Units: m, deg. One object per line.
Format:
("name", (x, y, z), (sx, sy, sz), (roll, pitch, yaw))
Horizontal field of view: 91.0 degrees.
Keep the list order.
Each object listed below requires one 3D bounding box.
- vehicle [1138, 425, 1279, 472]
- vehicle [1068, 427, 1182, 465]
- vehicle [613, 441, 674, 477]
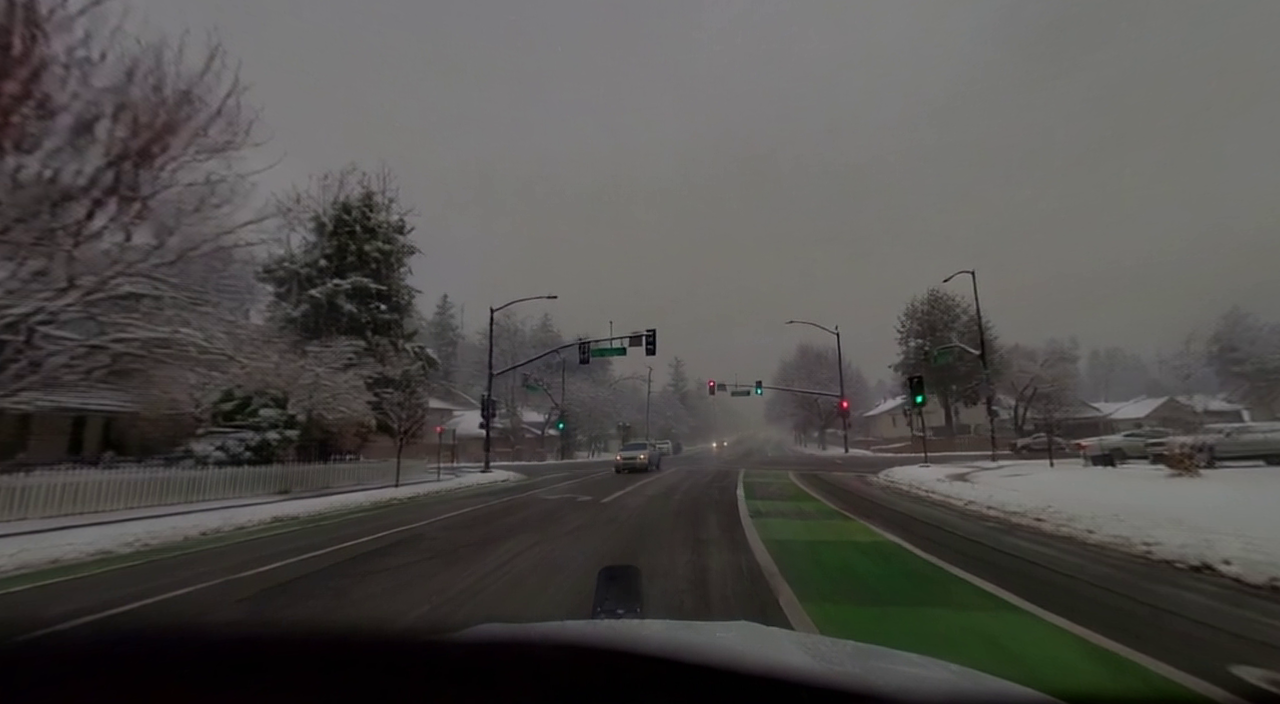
("vehicle", (21.558, 3.482, 23.031), (1.972, 1.477, 5.340), (-2, -8, -5))
("vehicle", (21.712, 4.234, 28.496), (1.937, 1.474, 5.114), (-4, -9, 12))
("vehicle", (0.268, 4.885, 28.962), (1.904, 1.489, 4.746), (-2, -9, 12))
